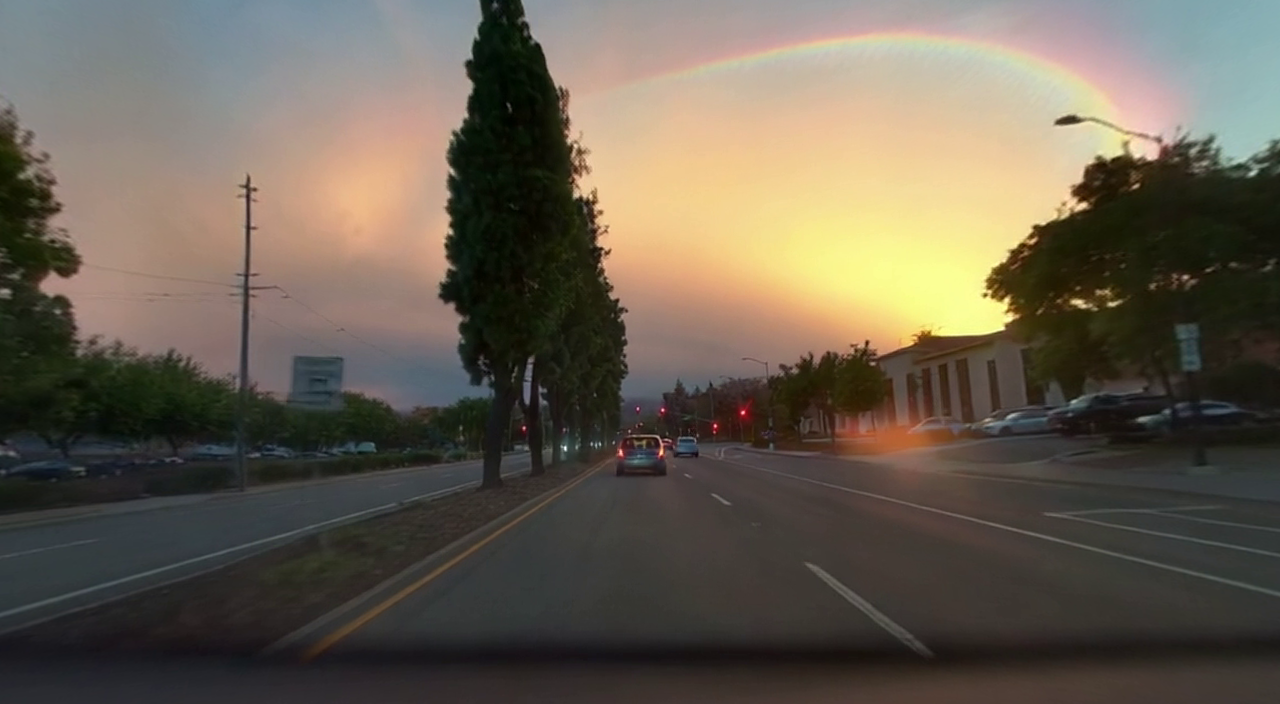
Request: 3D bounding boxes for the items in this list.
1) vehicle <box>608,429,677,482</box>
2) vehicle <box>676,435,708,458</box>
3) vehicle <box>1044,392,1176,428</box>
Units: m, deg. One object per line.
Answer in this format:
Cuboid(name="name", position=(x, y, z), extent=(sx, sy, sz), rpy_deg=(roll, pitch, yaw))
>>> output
Cuboid(name="vehicle", position=(0.044, 3.564, 22.075), extent=(2.181, 1.639, 4.127), rpy_deg=(0, -8, -1))
Cuboid(name="vehicle", position=(3.866, 7.182, 47.901), extent=(1.987, 1.613, 4.081), rpy_deg=(0, -8, -1))
Cuboid(name="vehicle", position=(22.486, 2.817, 30.322), extent=(4.738, 1.593, 2.123), rpy_deg=(0, -8, -5))
